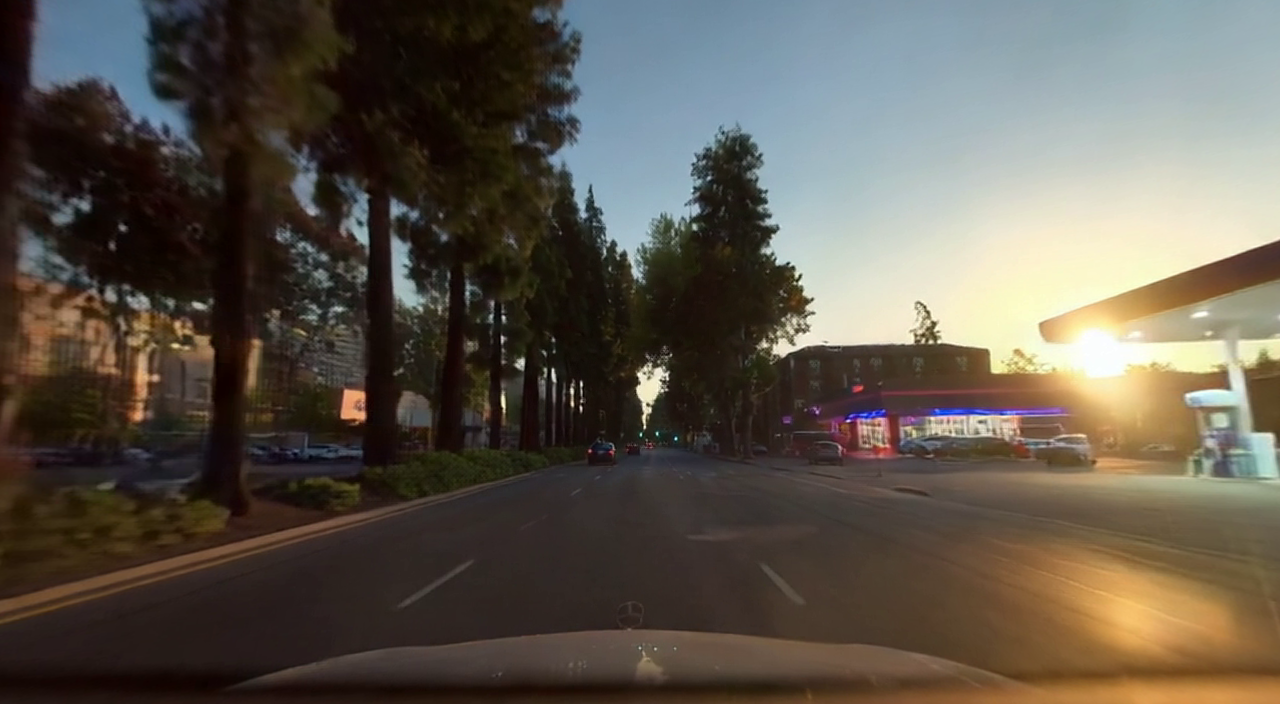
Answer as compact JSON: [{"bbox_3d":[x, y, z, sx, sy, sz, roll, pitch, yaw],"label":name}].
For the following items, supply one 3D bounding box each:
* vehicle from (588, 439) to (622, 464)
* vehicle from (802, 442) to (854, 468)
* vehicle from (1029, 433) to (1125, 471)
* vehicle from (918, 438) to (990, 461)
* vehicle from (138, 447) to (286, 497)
[{"bbox_3d":[-2.561,7.496,47.585,2.196,1.801,4.542,0,-8,1],"label":"vehicle"},{"bbox_3d":[11.860,6.479,39.973,1.967,1.500,4.353,-1,-8,1],"label":"vehicle"},{"bbox_3d":[21.424,4.861,30.871,4.484,1.697,1.959,5,-10,-30],"label":"vehicle"},{"bbox_3d":[21.518,6.635,43.100,4.674,1.471,1.954,4,-10,-28],"label":"vehicle"},{"bbox_3d":[-14.962,4.182,22.444,1.894,1.574,4.655,-1,-8,2],"label":"vehicle"}]
